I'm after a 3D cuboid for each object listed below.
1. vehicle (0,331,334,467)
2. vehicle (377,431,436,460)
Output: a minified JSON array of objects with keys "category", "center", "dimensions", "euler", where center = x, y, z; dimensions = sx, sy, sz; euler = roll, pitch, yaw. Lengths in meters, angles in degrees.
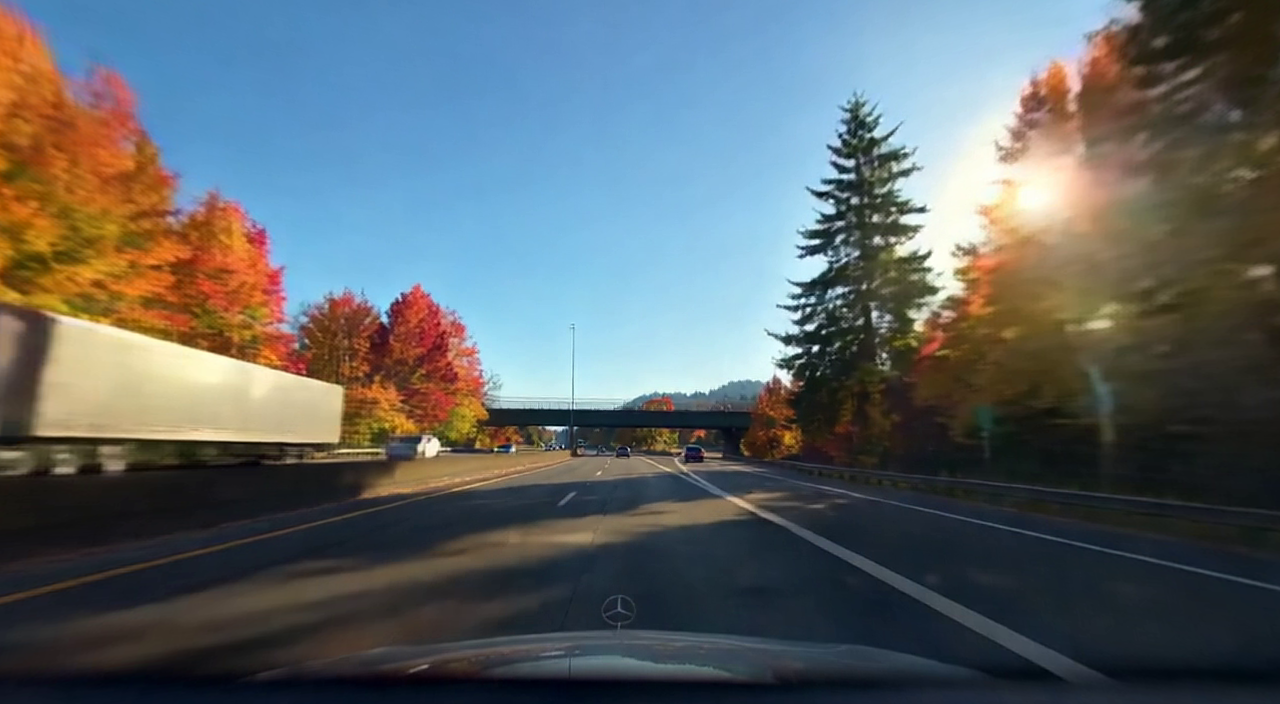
[{"category":"vehicle","center":[-17.239,2.445,25.370],"dimensions":[2.893,3.991,14.139],"euler":[0,-9,-1]},{"category":"vehicle","center":[-13.272,5.368,35.880],"dimensions":[1.834,1.496,4.289],"euler":[0,-9,-1]}]
